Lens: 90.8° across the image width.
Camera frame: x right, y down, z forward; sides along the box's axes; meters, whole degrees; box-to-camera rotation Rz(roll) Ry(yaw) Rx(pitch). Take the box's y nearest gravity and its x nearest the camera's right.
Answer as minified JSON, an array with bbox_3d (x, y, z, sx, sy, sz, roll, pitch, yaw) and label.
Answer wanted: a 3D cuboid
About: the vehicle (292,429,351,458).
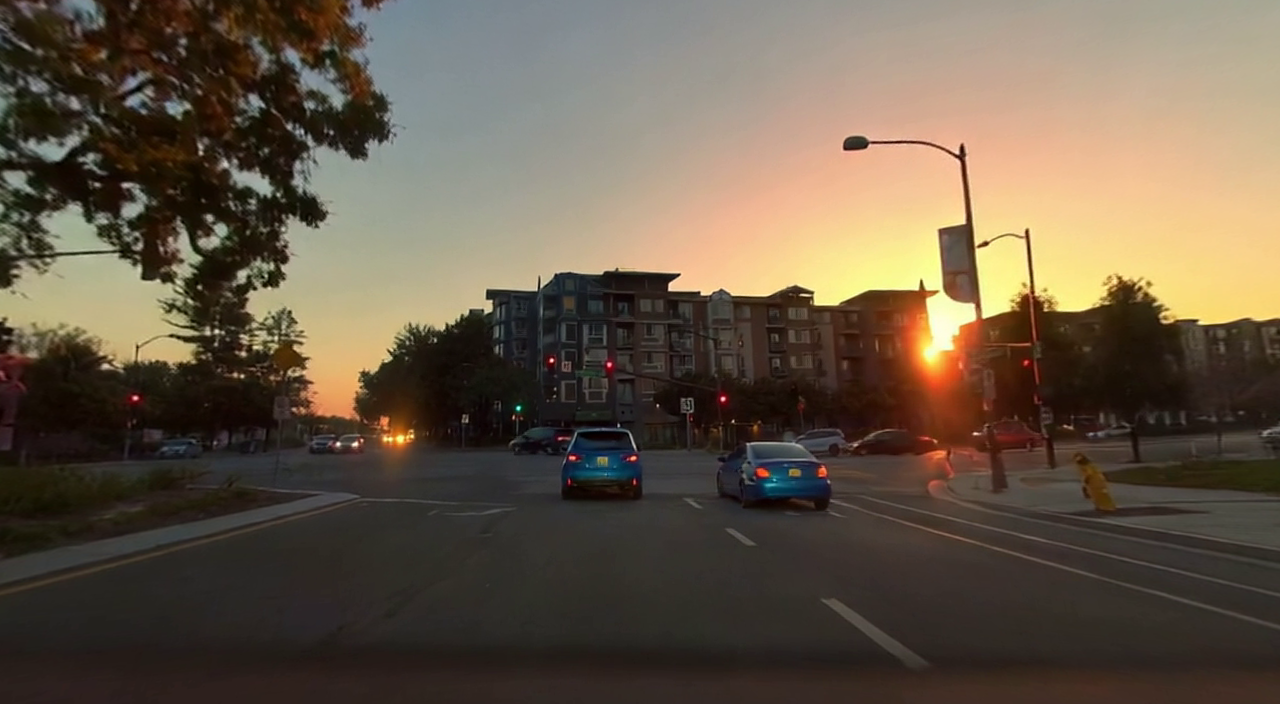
[{"bbox_3d":[-24.229,6.994,48.390,2.423,1.974,6.001,-1,-8,-11],"label":"vehicle"}]

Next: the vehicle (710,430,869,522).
[{"bbox_3d":[2.719,2.377,12.671,1.918,1.479,4.468,0,-9,-2],"label":"vehicle"}]

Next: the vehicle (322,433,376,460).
[{"bbox_3d":[-20.244,6.576,44.158,2.207,1.765,4.569,1,-9,-10],"label":"vehicle"}]

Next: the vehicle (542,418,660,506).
[{"bbox_3d":[-0.902,2.492,14.654,2.317,1.713,4.231,1,-9,-4],"label":"vehicle"}]

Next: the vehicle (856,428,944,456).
[{"bbox_3d":[17.306,6.053,42.311,5.023,1.756,2.001,-1,-9,9],"label":"vehicle"}]
